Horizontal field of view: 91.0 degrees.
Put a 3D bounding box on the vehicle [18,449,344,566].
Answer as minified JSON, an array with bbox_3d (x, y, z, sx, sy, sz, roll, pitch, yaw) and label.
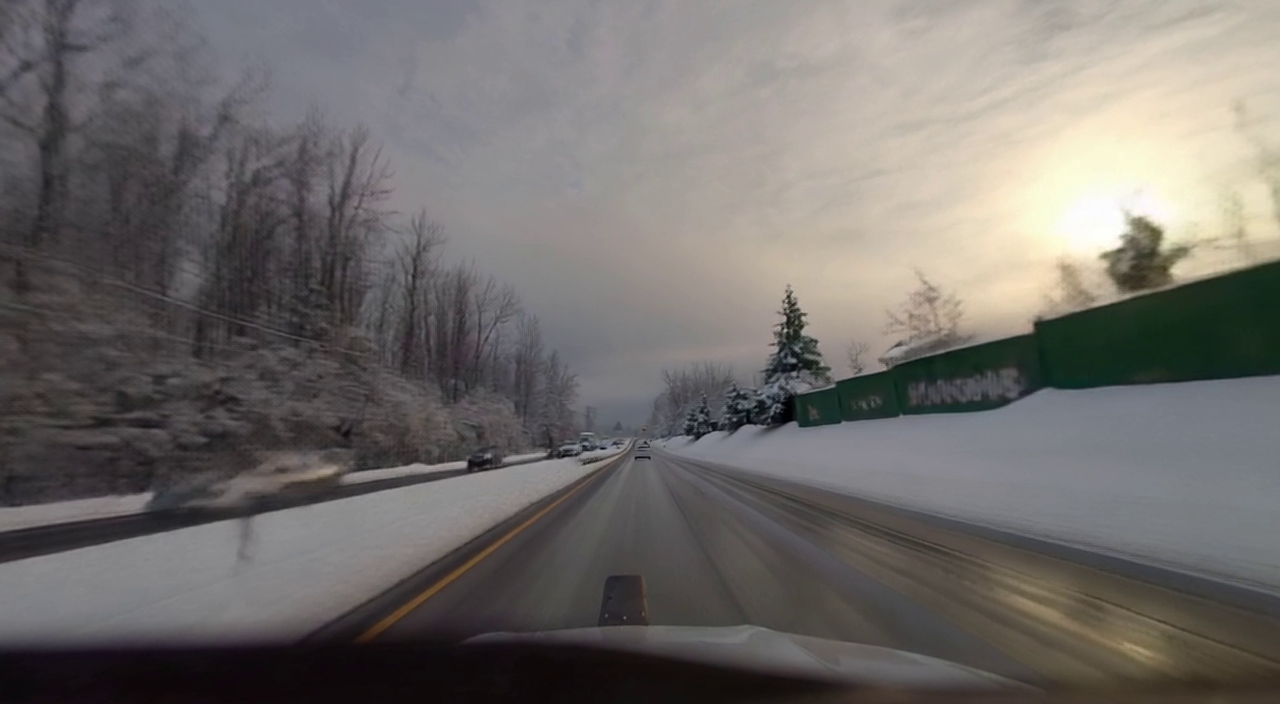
[{"bbox_3d":[-7.003,2.361,10.423,2.034,1.457,4.469,0,-8,0],"label":"vehicle"}]
